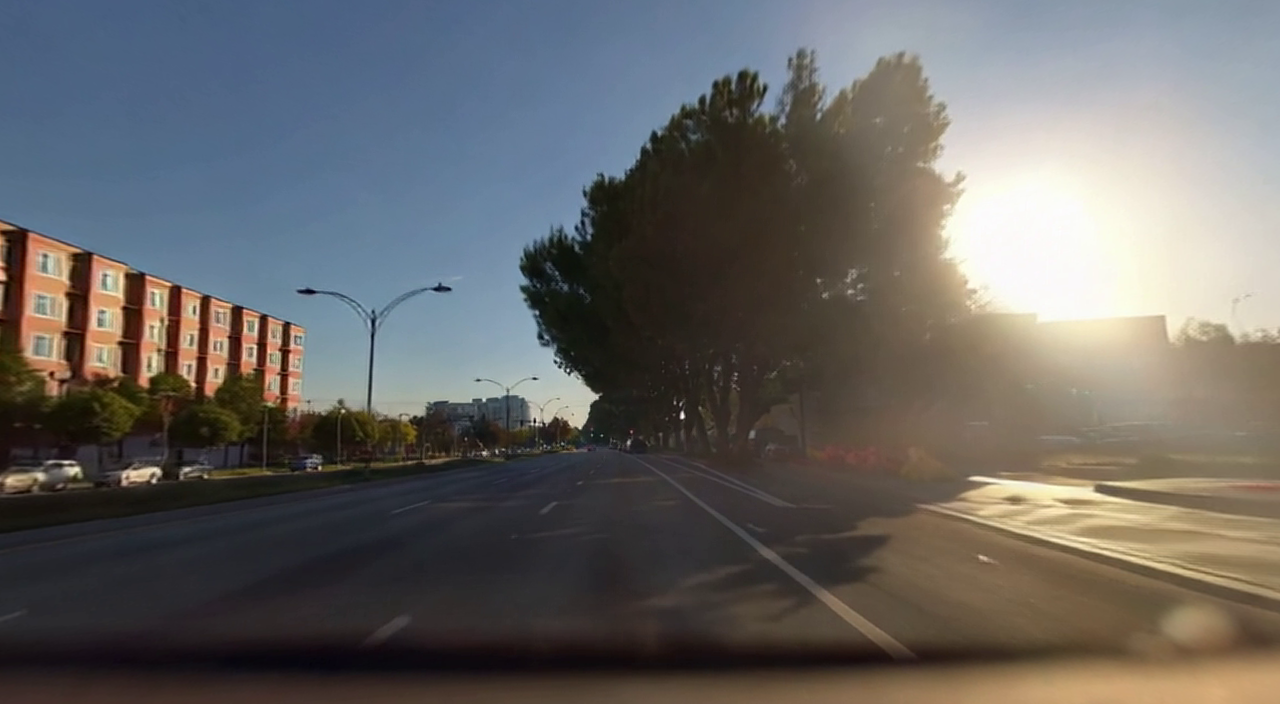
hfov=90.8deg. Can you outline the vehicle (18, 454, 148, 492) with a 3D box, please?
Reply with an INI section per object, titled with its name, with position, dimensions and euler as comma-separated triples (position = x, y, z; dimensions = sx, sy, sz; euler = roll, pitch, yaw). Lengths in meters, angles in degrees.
[vehicle]
position = -33.439, 7.225, 38.293
dimensions = 2.483, 2.000, 6.110
euler = 0, -8, -2
